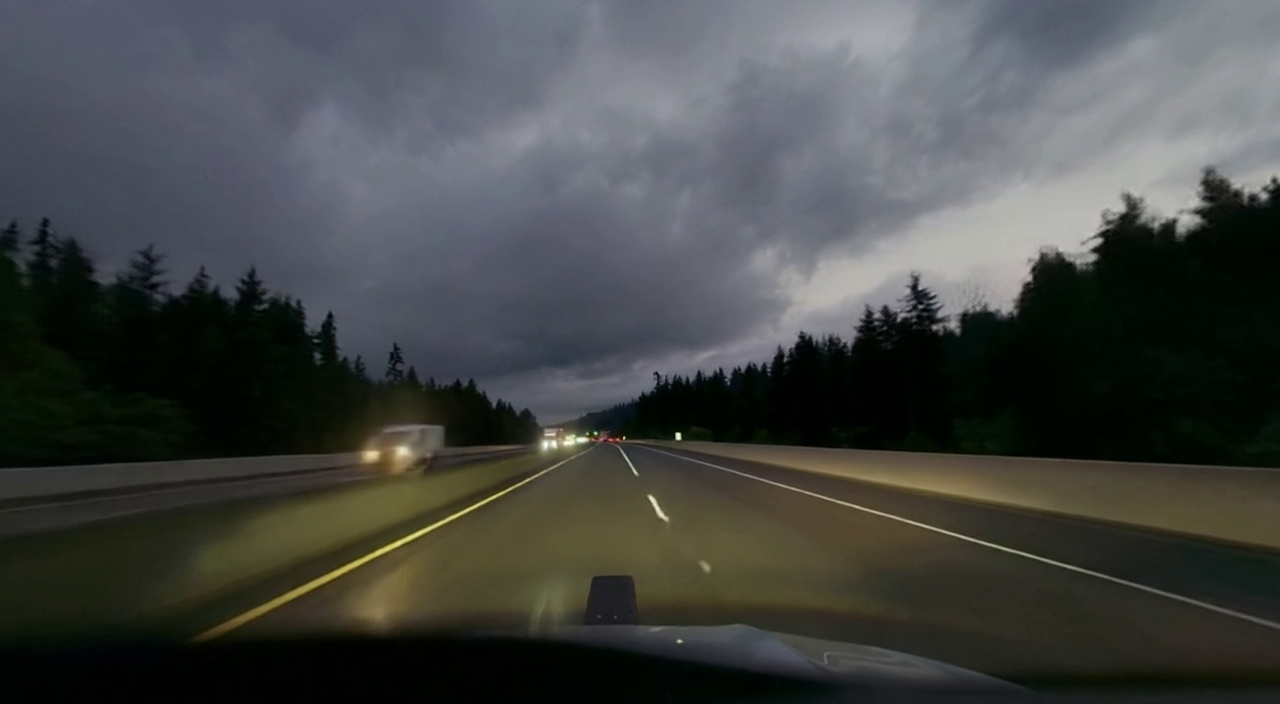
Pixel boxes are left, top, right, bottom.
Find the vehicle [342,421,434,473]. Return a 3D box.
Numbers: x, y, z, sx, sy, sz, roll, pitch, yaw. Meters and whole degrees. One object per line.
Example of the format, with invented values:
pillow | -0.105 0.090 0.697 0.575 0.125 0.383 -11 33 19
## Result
vehicle | -12.469 4.745 31.710 2.301 2.310 5.930 0 -8 -1
